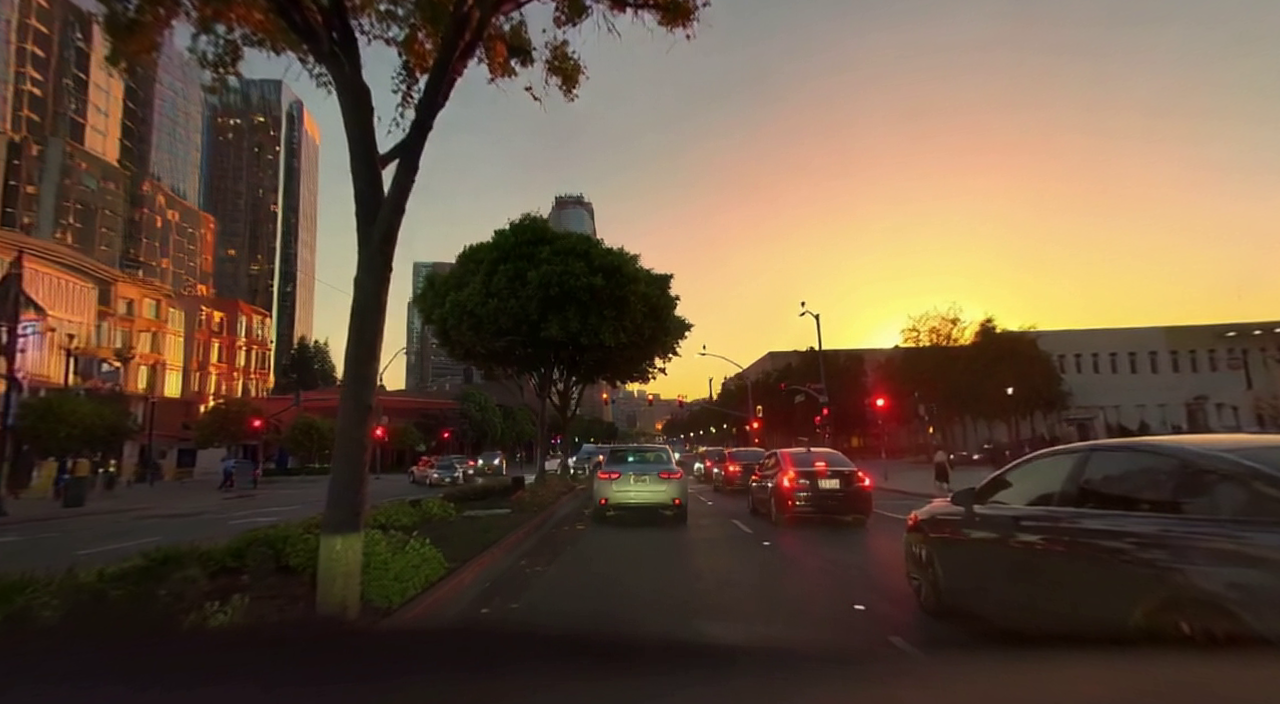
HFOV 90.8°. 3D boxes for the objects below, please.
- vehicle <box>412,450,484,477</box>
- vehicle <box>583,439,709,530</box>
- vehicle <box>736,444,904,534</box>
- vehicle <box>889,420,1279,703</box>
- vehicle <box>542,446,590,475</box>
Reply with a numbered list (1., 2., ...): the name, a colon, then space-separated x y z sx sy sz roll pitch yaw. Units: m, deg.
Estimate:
1. vehicle: -14.423 8.328 47.579 2.210 1.889 4.642 -8 -11 40
2. vehicle: 0.091 2.551 12.745 2.118 1.512 4.013 0 -9 0
3. vehicle: 3.358 2.625 12.839 1.996 1.469 4.495 0 -9 -1
4. vehicle: 3.250 1.151 3.440 1.912 1.454 4.537 0 -9 0
5. vehicle: -5.144 7.401 43.331 2.223 1.840 4.919 3 -9 -20
